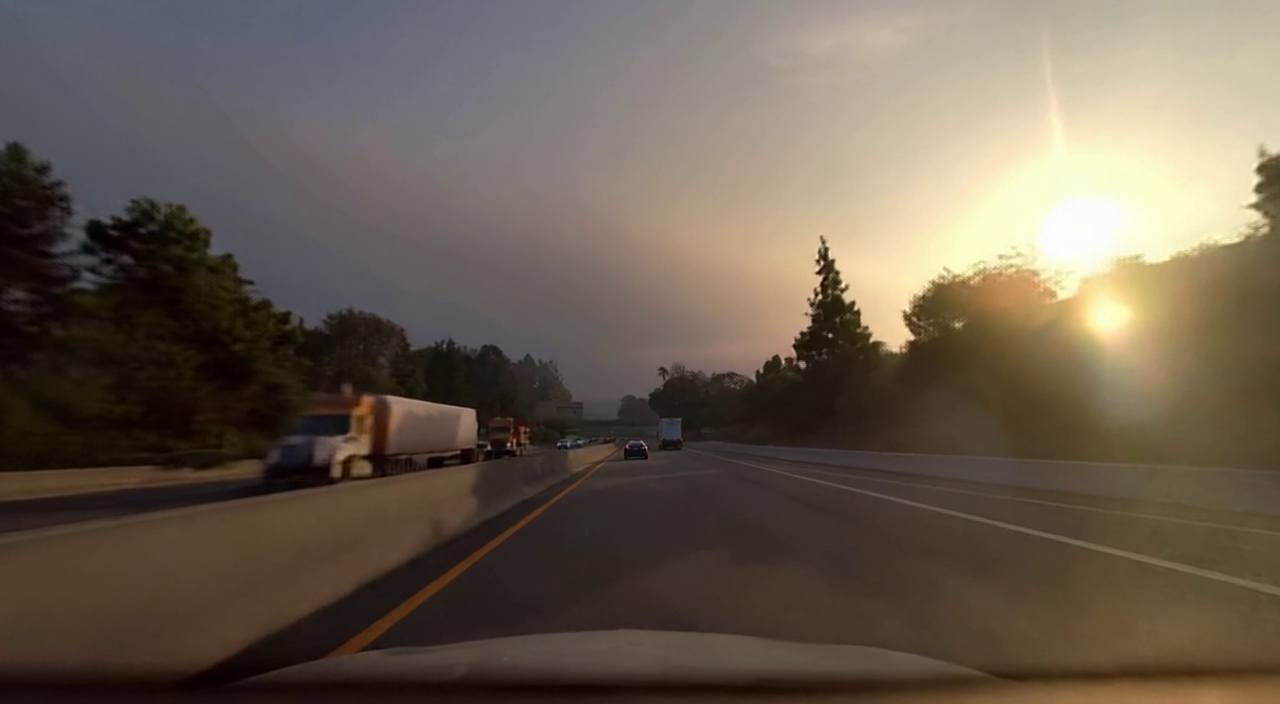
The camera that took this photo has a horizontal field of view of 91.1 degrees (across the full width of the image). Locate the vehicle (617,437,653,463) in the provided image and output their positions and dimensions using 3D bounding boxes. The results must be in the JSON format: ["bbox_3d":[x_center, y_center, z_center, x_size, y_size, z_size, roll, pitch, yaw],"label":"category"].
[{"bbox_3d":[-0.337,5.789,37.234,2.004,1.472,4.075,0,-8,-1],"label":"vehicle"}]

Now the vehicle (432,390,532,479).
[{"bbox_3d":[-8.403,4.636,34.976,3.129,4.014,10.246,-4,-8,-2],"label":"vehicle"}]

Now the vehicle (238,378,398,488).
[{"bbox_3d":[-12.611,3.299,25.372,3.118,3.891,6.047,-1,-8,1],"label":"vehicle"}]
